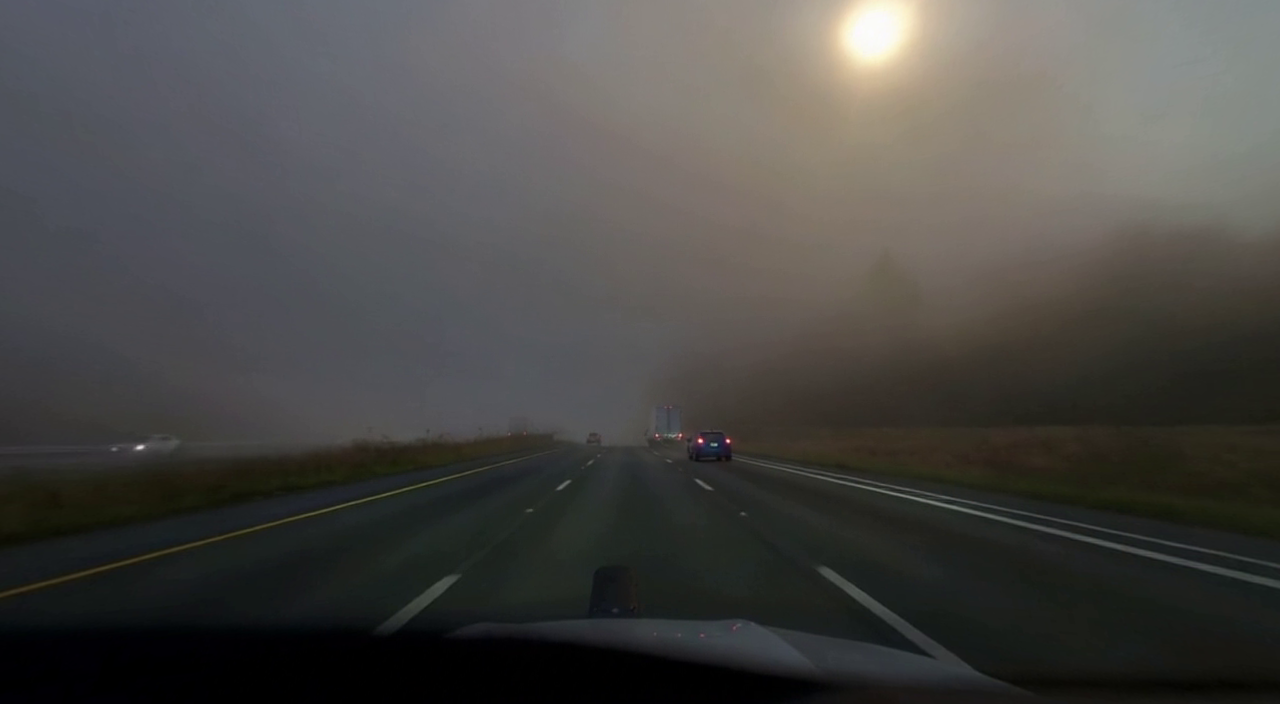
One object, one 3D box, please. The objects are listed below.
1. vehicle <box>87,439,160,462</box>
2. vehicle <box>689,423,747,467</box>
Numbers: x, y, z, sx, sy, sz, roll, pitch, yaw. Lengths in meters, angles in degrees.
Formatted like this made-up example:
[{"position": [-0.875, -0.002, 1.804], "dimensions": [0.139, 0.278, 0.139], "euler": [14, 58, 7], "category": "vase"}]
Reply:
[{"position": [-35.740, 6.790, 43.741], "dimensions": [1.742, 1.435, 4.017], "euler": [0, -8, -2], "category": "vehicle"}, {"position": [3.645, 4.452, 30.334], "dimensions": [2.076, 1.914, 4.287], "euler": [0, -8, -3], "category": "vehicle"}]
